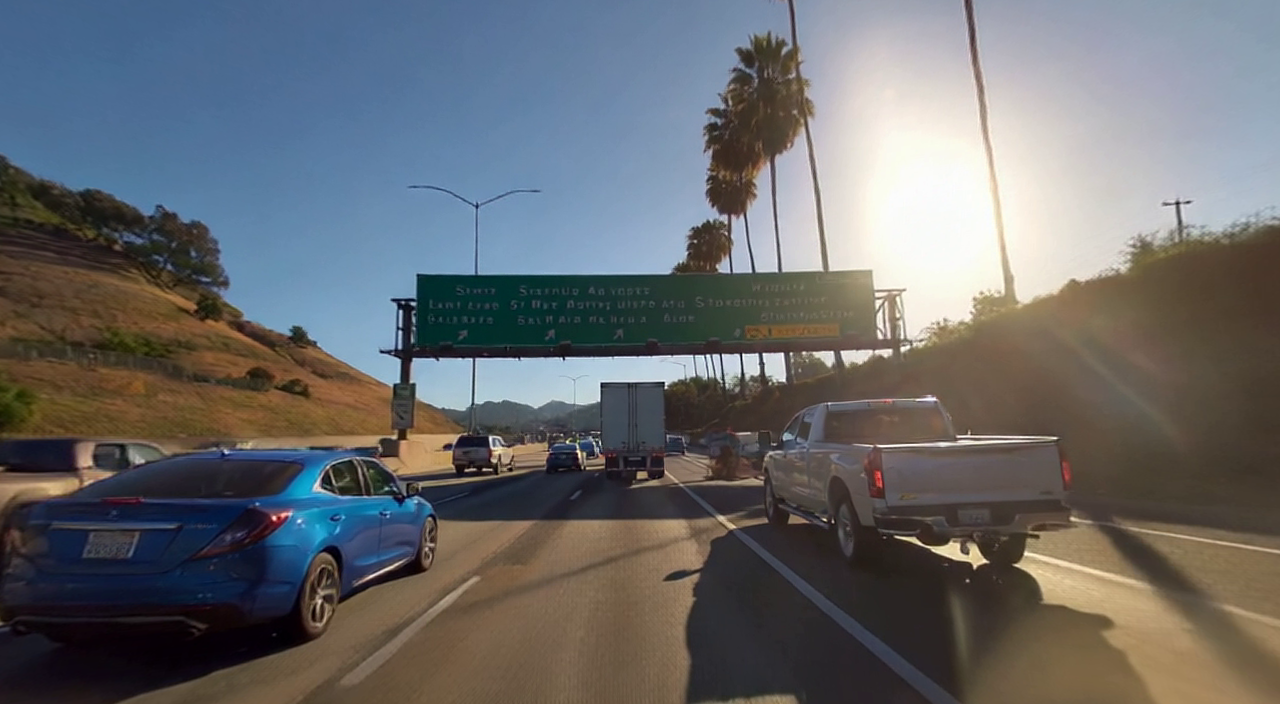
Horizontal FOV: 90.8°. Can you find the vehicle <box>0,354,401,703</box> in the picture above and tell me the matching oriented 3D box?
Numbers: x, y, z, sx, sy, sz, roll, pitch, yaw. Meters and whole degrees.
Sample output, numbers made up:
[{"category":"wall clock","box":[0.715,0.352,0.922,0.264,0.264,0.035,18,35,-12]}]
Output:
[{"category":"vehicle","box":[-3.224,1.102,3.904,1.885,1.654,4.103,0,-9,0]}]

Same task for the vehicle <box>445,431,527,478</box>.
[{"category":"vehicle","box":[-6.904,4.698,29.140,2.344,1.954,5.579,0,-9,0]}]

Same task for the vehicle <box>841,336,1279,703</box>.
[{"category":"vehicle","box":[3.147,0.984,4.390,1.859,1.416,4.695,0,-9,-1]}]

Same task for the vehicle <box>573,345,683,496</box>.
[{"category":"vehicle","box":[-0.258,2.628,22.381,2.906,4.040,10.743,0,-9,1]}]
